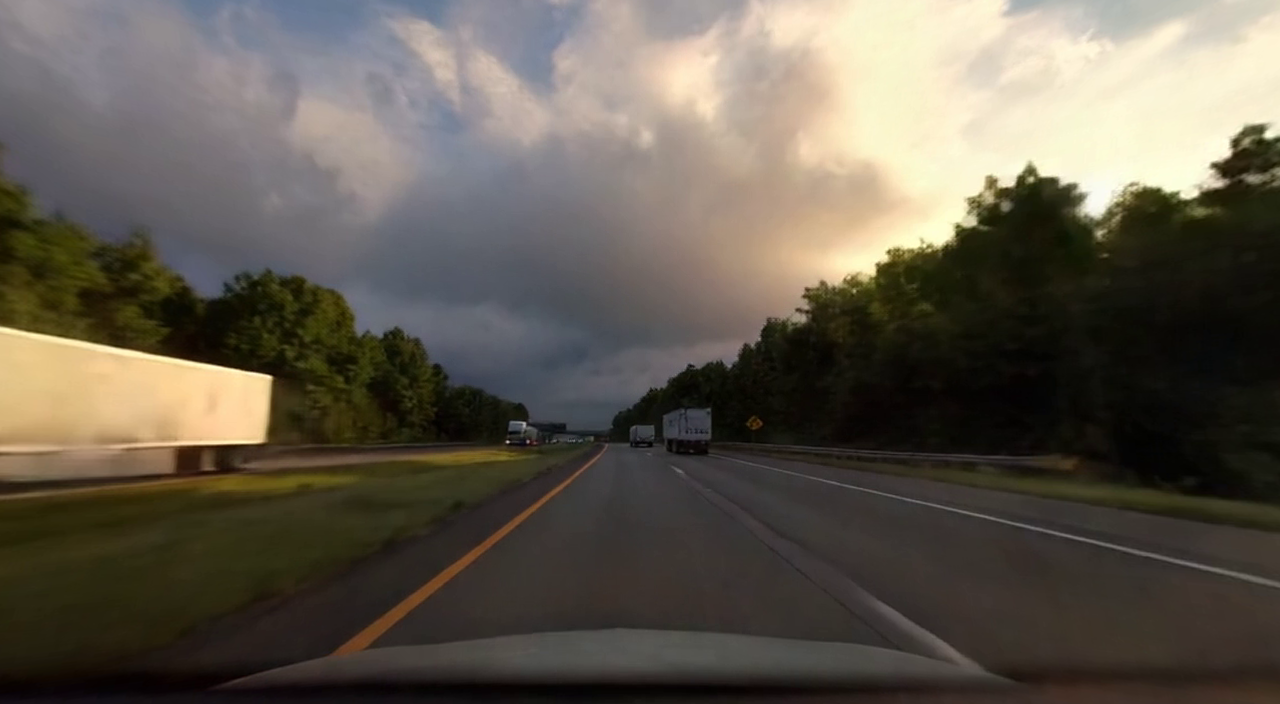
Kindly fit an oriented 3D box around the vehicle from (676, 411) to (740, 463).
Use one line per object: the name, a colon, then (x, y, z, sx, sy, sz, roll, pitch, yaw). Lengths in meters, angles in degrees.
vehicle: (3.761, 4.892, 36.494, 2.741, 2.716, 6.323, 0, -8, -2)
